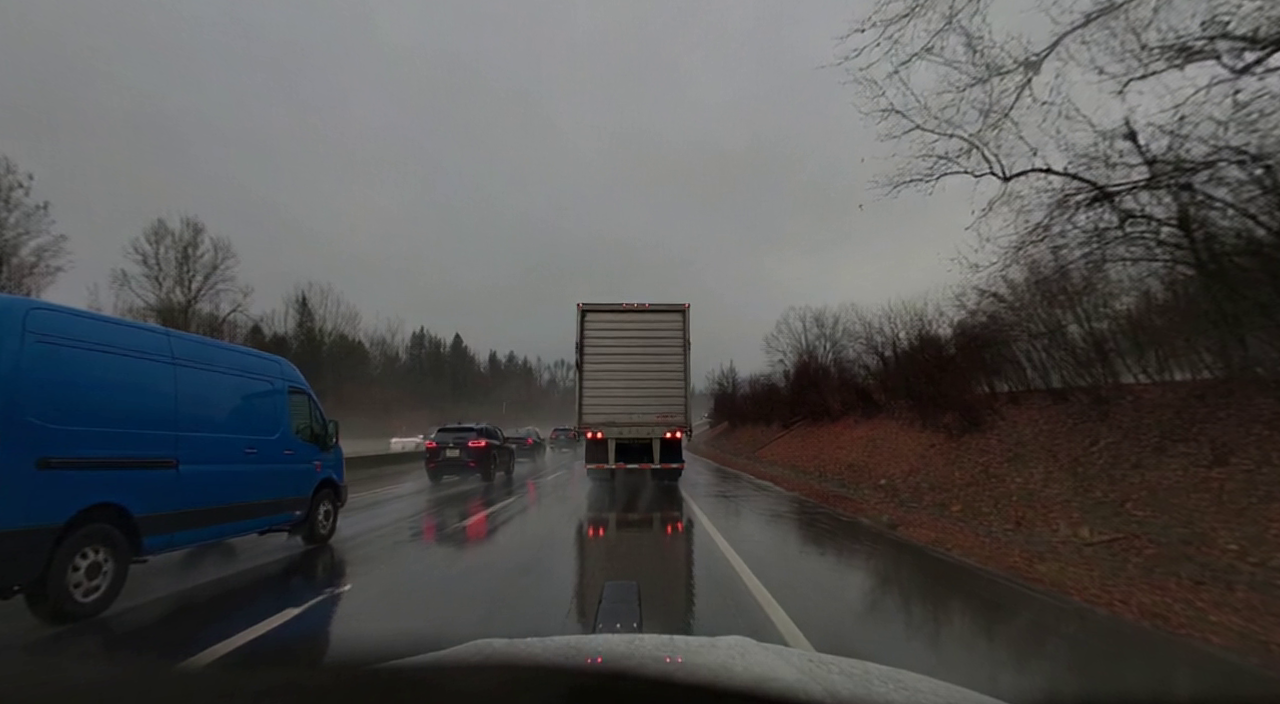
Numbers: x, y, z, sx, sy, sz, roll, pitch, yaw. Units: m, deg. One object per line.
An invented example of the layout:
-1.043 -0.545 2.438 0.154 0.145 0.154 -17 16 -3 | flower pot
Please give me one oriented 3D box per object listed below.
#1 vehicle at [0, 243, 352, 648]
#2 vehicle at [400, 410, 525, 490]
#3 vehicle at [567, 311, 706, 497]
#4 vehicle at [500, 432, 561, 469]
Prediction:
-5.251 0.852 5.897 2.478 2.515 5.438 0 -8 0 | vehicle
-4.893 2.801 18.275 2.168 1.985 4.952 0 -8 0 | vehicle
-0.096 1.760 18.652 2.953 4.041 10.072 0 -8 0 | vehicle
-4.858 4.401 28.479 1.931 1.539 4.441 0 -8 0 | vehicle
